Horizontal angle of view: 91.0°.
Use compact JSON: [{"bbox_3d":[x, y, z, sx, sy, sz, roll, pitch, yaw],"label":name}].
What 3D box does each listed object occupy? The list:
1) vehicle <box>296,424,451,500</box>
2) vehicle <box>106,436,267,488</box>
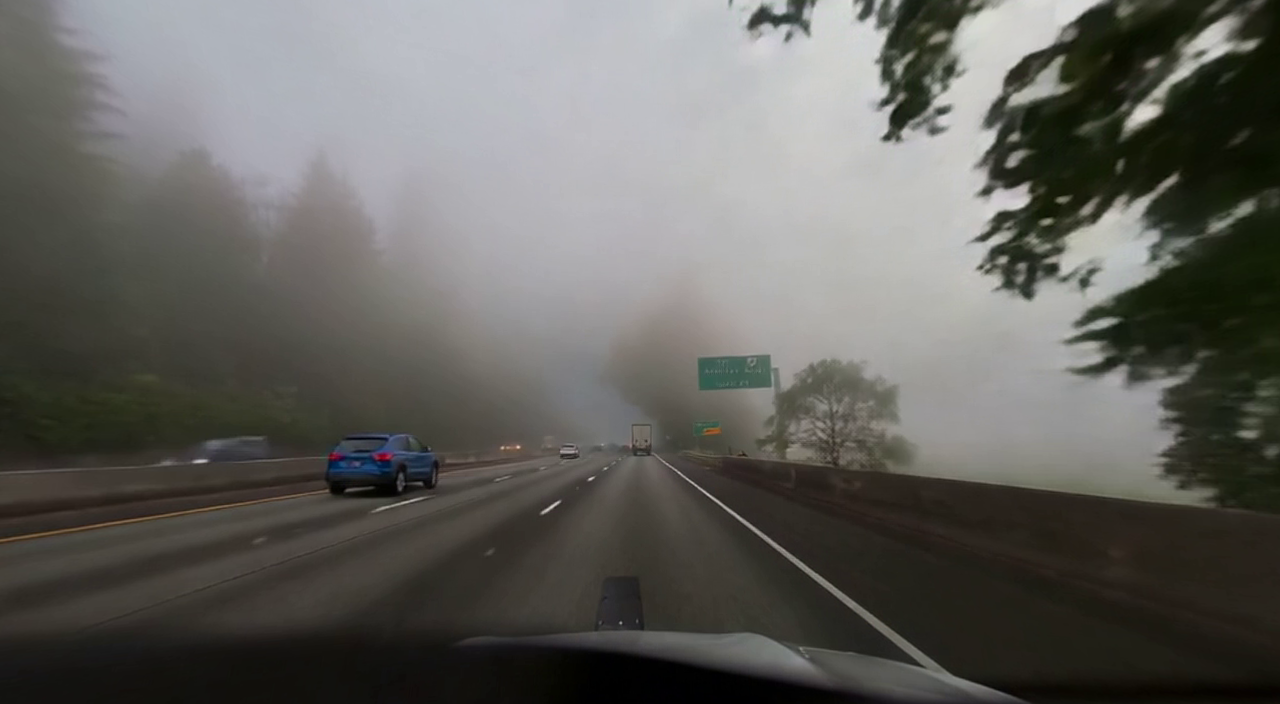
[{"bbox_3d":[-7.170,3.013,17.652,2.253,1.815,4.618,0,-9,1],"label":"vehicle"},{"bbox_3d":[-17.725,4.311,25.122,2.195,1.799,5.589,0,-9,1],"label":"vehicle"}]
